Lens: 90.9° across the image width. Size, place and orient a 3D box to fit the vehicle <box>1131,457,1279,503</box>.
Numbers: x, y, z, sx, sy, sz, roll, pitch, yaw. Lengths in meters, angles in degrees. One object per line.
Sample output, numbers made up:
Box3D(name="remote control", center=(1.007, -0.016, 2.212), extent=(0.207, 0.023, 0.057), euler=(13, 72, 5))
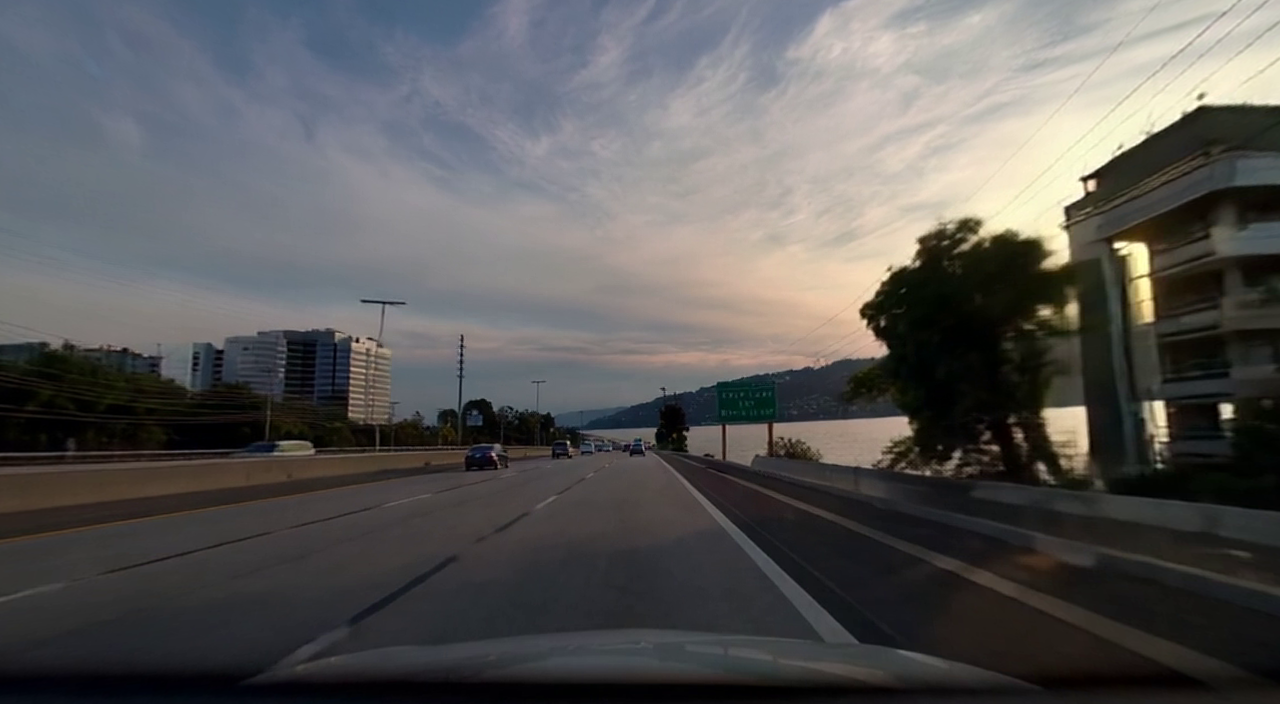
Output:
Box3D(name="vehicle", center=(20.783, 4.594, 22.811), extent=(4.457, 1.502, 1.850), euler=(0, -8, -1))

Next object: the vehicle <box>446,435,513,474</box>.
Box3D(name="vehicle", center=(-7.205, 4.640, 28.766), extent=(1.946, 1.590, 4.042), euler=(0, -8, 1))
